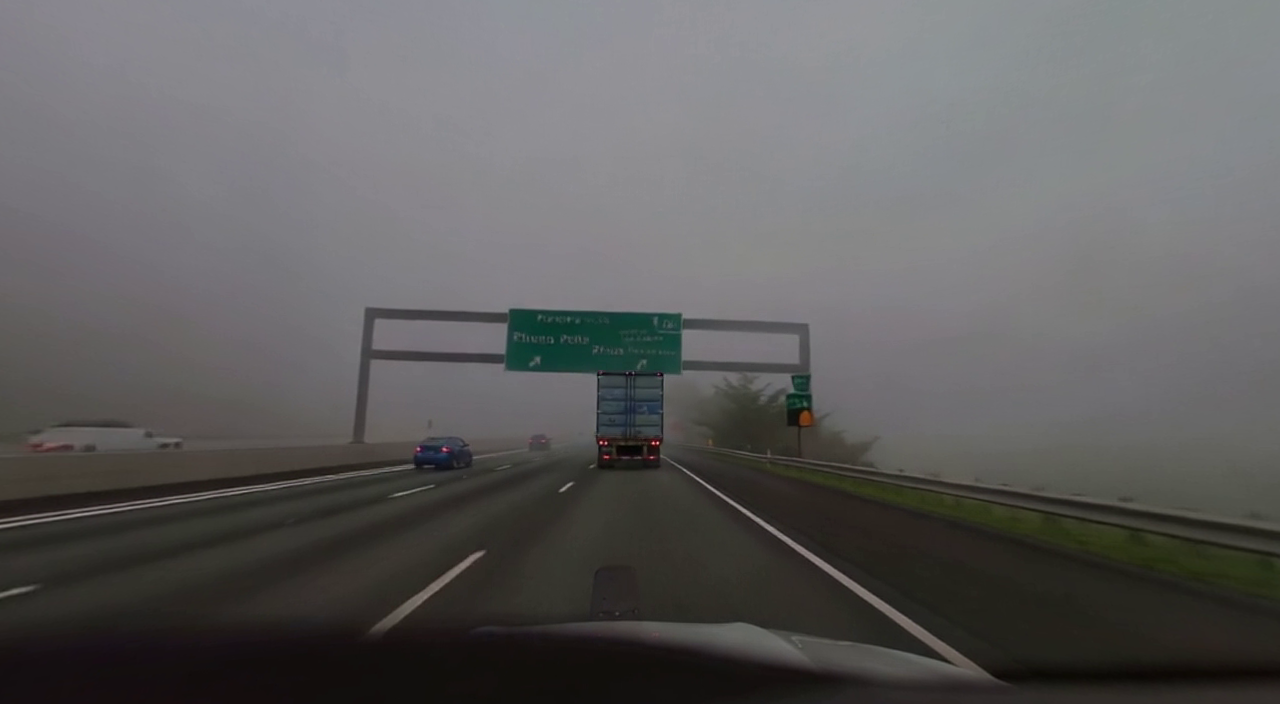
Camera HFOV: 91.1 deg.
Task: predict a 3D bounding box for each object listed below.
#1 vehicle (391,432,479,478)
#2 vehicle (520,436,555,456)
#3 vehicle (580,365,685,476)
[{"bbox_3d":[-7.135,3.588,22.290,1.856,1.479,3.710,0,-8,0],"label":"vehicle"},{"bbox_3d":[-8.010,7.365,49.417,1.949,1.437,4.296,0,-8,0],"label":"vehicle"},{"bbox_3d":[-0.340,3.051,26.368,3.033,3.223,14.836,3,-8,-1],"label":"vehicle"}]
